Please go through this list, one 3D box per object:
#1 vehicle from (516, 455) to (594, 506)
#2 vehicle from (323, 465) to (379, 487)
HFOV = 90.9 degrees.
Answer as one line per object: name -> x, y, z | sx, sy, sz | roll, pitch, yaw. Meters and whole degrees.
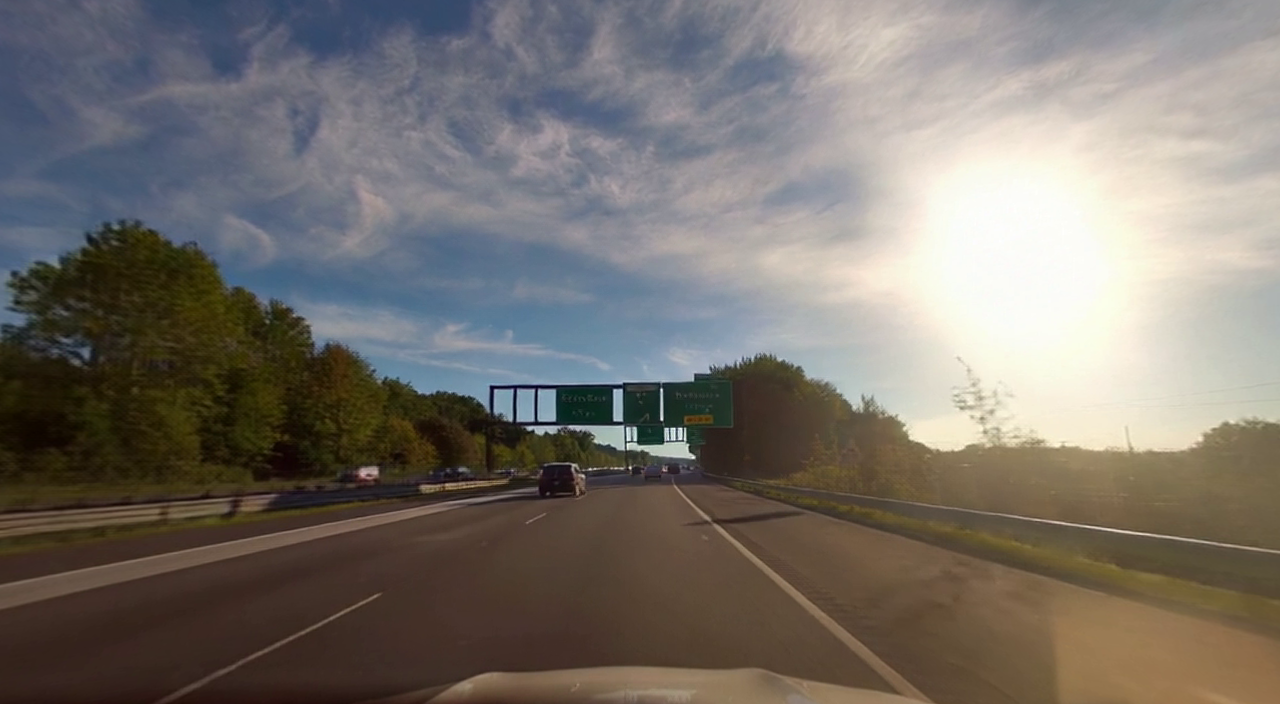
vehicle -> -2.953, 4.622, 22.869 | 2.000, 1.594, 3.996 | 1, -11, 4
vehicle -> -21.276, 9.152, 46.594 | 1.887, 1.539, 4.225 | 1, -10, 3
